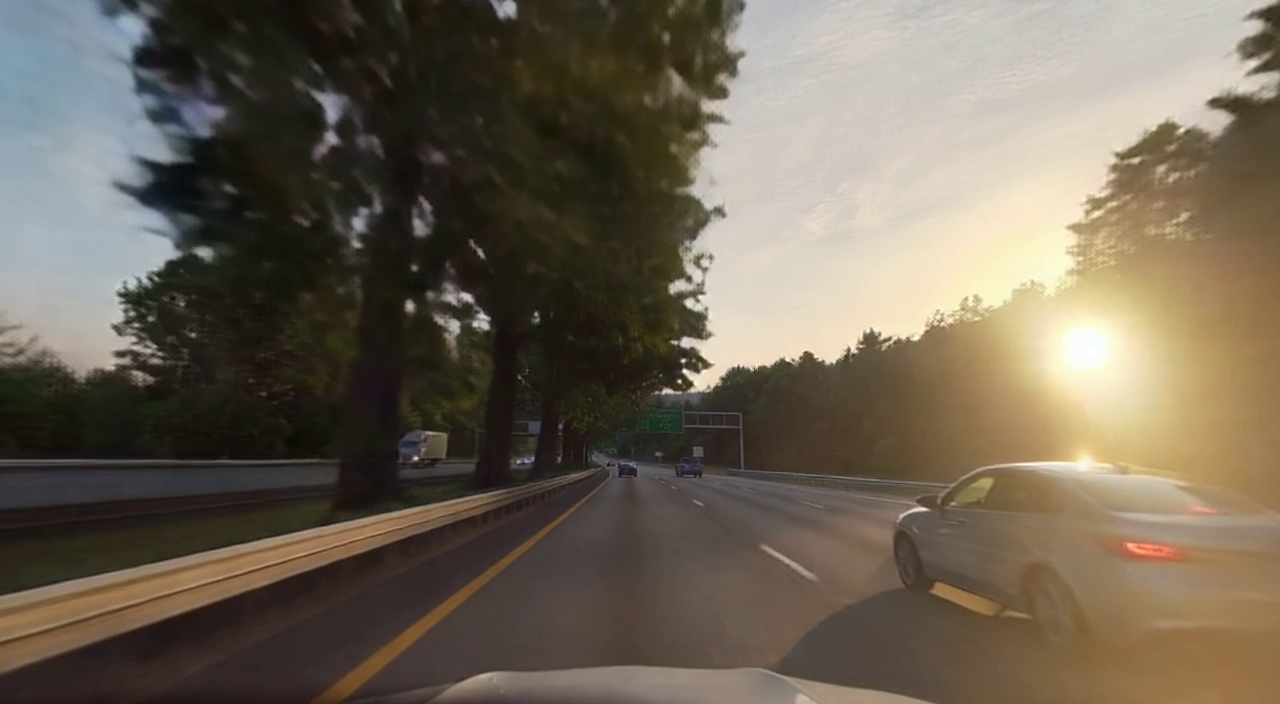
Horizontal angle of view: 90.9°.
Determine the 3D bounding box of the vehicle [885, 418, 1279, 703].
[{"bbox_3d":[3.955,1.549,5.184,2.132,1.662,4.180,1,-10,-1],"label":"vehicle"}]
